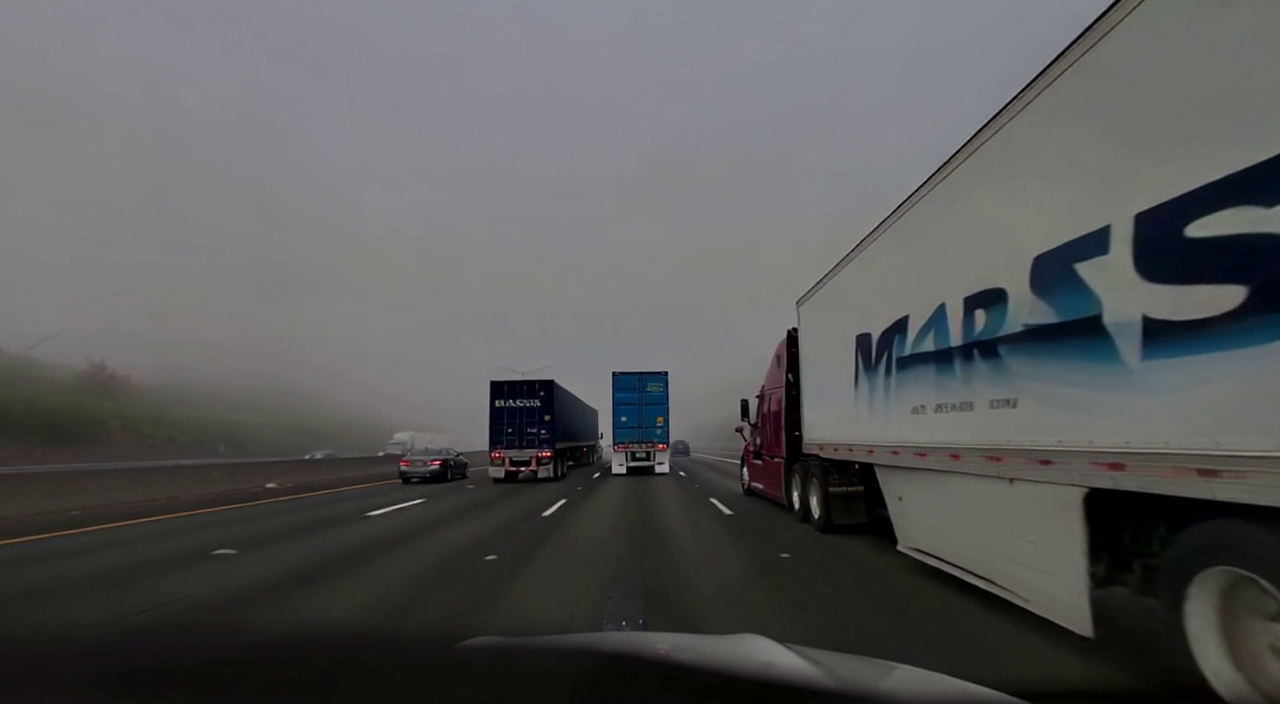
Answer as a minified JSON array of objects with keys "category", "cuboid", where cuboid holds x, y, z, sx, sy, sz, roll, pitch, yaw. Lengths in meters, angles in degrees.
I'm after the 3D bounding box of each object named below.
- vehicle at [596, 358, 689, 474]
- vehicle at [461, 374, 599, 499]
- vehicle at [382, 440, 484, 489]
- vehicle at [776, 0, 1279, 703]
[{"category":"vehicle","cuboid":[0.132,3.519,30.179,3.097,3.856,18.209,0,-9,0]},{"category":"vehicle","cuboid":[-3.210,2.968,21.905,2.786,3.228,11.082,0,-8,0]},{"category":"vehicle","cuboid":[-6.799,3.724,21.267,1.916,1.465,4.451,0,-8,0]},{"category":"vehicle","cuboid":[4.360,0.201,6.491,2.887,4.178,14.553,0,-8,1]}]
